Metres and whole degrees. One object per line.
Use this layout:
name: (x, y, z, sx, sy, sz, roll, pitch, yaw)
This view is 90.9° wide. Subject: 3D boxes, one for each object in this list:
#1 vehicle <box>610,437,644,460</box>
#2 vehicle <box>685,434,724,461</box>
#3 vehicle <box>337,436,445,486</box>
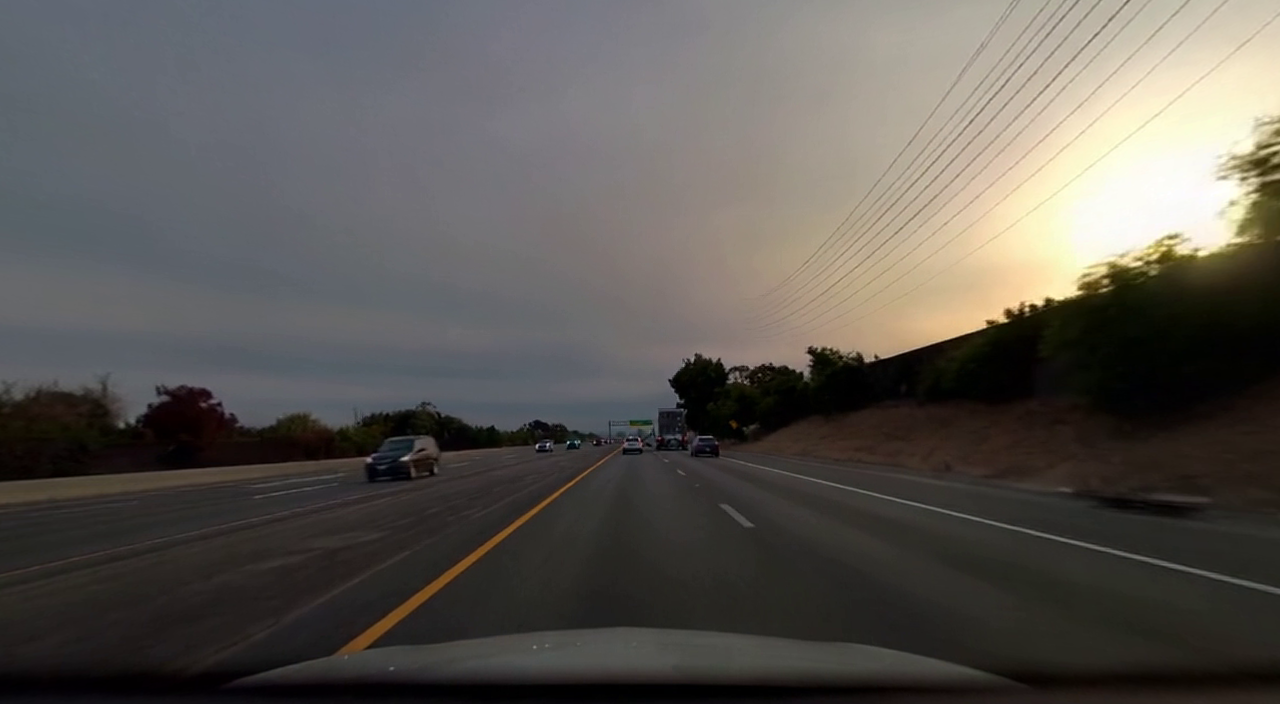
vehicle: (-0.879, 6.428, 42.384, 2.163, 1.466, 3.693, 0, -8, -1)
vehicle: (4.009, 6.016, 39.901, 1.930, 1.573, 3.853, 0, -8, -2)
vehicle: (-9.037, 3.957, 23.385, 2.056, 1.650, 4.770, 0, -8, 0)
